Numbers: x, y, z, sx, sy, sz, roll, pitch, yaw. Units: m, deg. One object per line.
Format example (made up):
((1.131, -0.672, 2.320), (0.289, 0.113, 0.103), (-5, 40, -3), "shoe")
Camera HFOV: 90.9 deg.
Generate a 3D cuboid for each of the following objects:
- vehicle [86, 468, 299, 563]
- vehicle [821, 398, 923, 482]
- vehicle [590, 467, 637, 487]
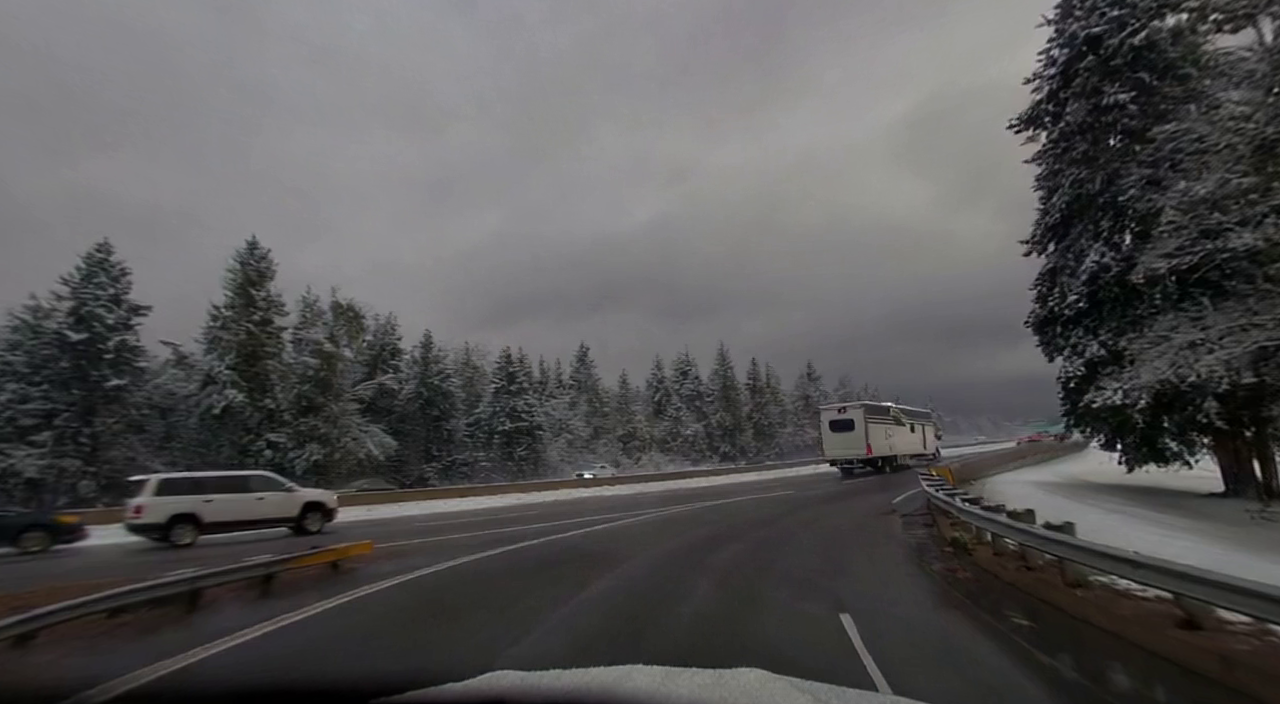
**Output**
((-8.994, 3.193, 12.851), (1.778, 1.560, 3.030), (-7, -11, 37), "vehicle")
((14.005, 5.310, 37.518), (3.123, 4.328, 9.076), (-7, -11, 35), "vehicle")
((-2.025, 9.773, 49.376), (1.746, 1.384, 3.705), (-6, -11, 35), "vehicle")
